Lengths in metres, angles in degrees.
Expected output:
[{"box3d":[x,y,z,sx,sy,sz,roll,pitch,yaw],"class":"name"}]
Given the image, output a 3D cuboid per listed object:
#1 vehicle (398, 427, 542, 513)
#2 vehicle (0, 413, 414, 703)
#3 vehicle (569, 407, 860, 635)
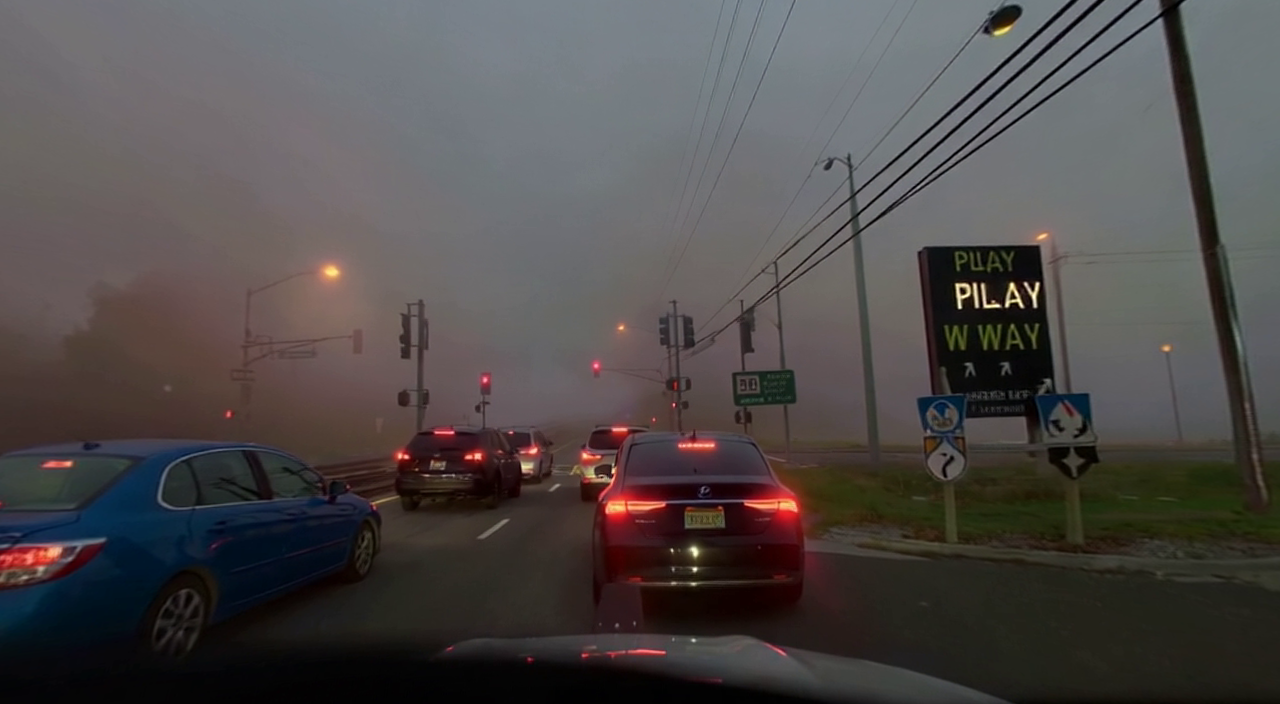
[{"box3d":[-3.333,2.406,13.304,1.984,1.505,4.047,0,-9,-2],"class":"vehicle"},{"box3d":[-3.704,1.372,5.324,1.956,1.468,4.585,0,-9,-1],"class":"vehicle"},{"box3d":[0.415,1.451,6.373,1.998,1.529,3.960,0,-9,-3],"class":"vehicle"}]
